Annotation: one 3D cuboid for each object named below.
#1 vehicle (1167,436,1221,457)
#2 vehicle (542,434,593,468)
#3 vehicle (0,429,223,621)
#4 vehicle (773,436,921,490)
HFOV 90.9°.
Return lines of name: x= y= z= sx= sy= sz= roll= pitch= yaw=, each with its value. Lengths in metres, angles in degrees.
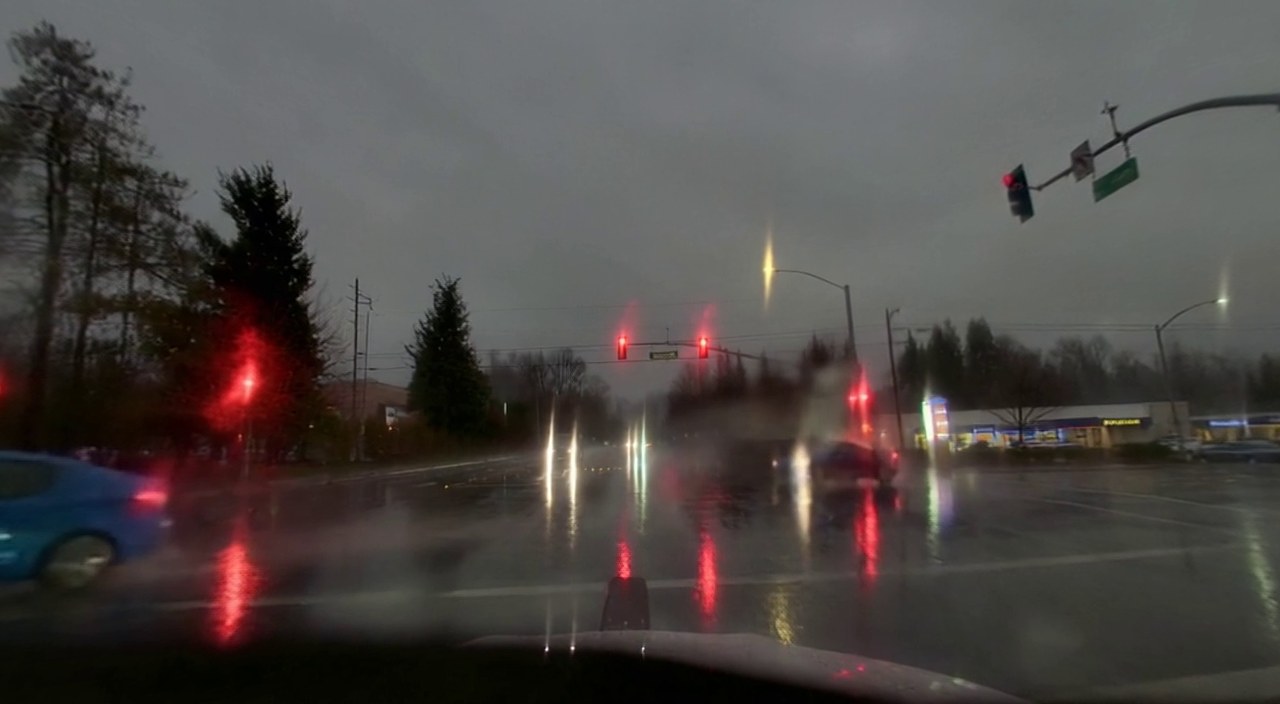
vehicle: x=42.836 y=7.307 z=48.706 sx=4.133 sy=1.561 sz=1.824 roll=5 pitch=-10 yaw=-31
vehicle: x=-3.673 y=5.119 z=32.836 sx=2.140 sy=1.638 sz=4.259 roll=0 pitch=-8 yaw=0
vehicle: x=-6.052 y=1.339 z=4.814 sx=1.864 sy=1.482 sz=4.528 roll=-3 pitch=-9 yaw=17
vehicle: x=6.510 y=3.424 z=19.793 sx=4.377 sy=1.523 sz=1.877 roll=5 pitch=-10 yaw=-29
